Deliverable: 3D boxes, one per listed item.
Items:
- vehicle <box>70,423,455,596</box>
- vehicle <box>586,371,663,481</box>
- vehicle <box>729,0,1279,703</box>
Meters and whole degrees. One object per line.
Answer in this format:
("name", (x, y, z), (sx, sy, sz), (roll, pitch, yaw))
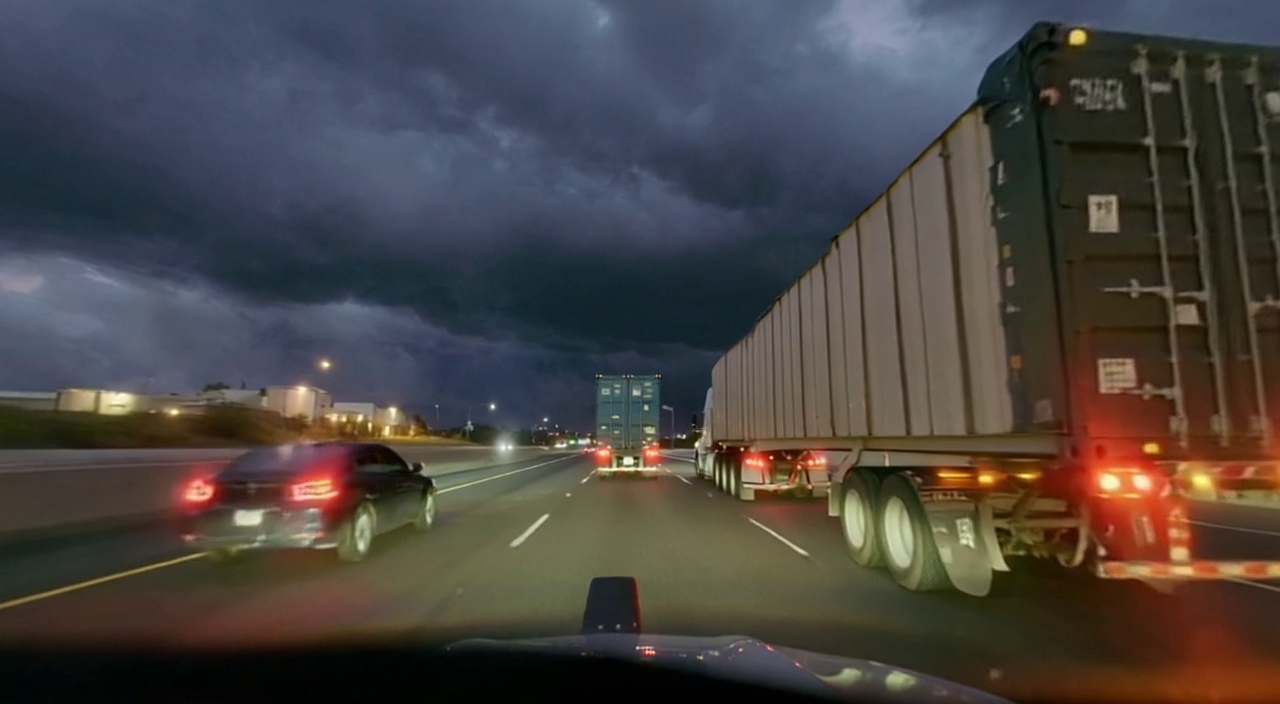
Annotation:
("vehicle", (-3.965, 1.717, 7.858), (1.994, 1.471, 4.591), (0, -9, -1))
("vehicle", (-0.519, 3.661, 29.822), (2.841, 4.071, 12.046), (-1, -9, 1))
("vehicle", (3.801, 0.680, 9.667), (2.803, 4.072, 12.744), (0, -9, -1))
